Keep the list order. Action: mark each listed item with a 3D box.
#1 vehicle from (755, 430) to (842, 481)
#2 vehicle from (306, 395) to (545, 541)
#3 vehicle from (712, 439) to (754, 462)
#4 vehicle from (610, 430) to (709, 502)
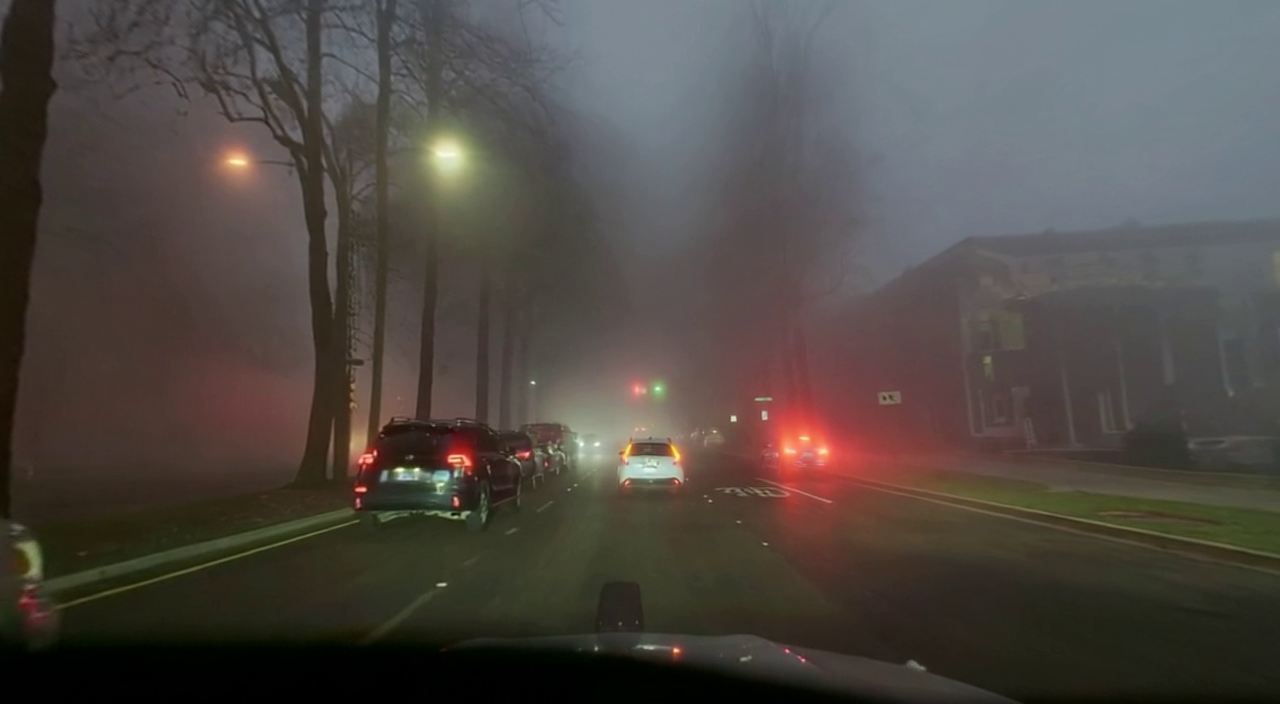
[{"bbox_3d":[6.418,4.260,26.220,2.300,1.903,4.579,0,-9,-1],"label":"vehicle"},{"bbox_3d":[-3.277,1.928,11.006,2.487,1.978,4.628,0,-9,1],"label":"vehicle"},{"bbox_3d":[6.346,6.810,43.640,1.986,1.477,4.510,0,-9,-2],"label":"vehicle"},{"bbox_3d":[0.353,2.859,16.199,2.201,1.589,3.843,0,-9,-3],"label":"vehicle"}]
